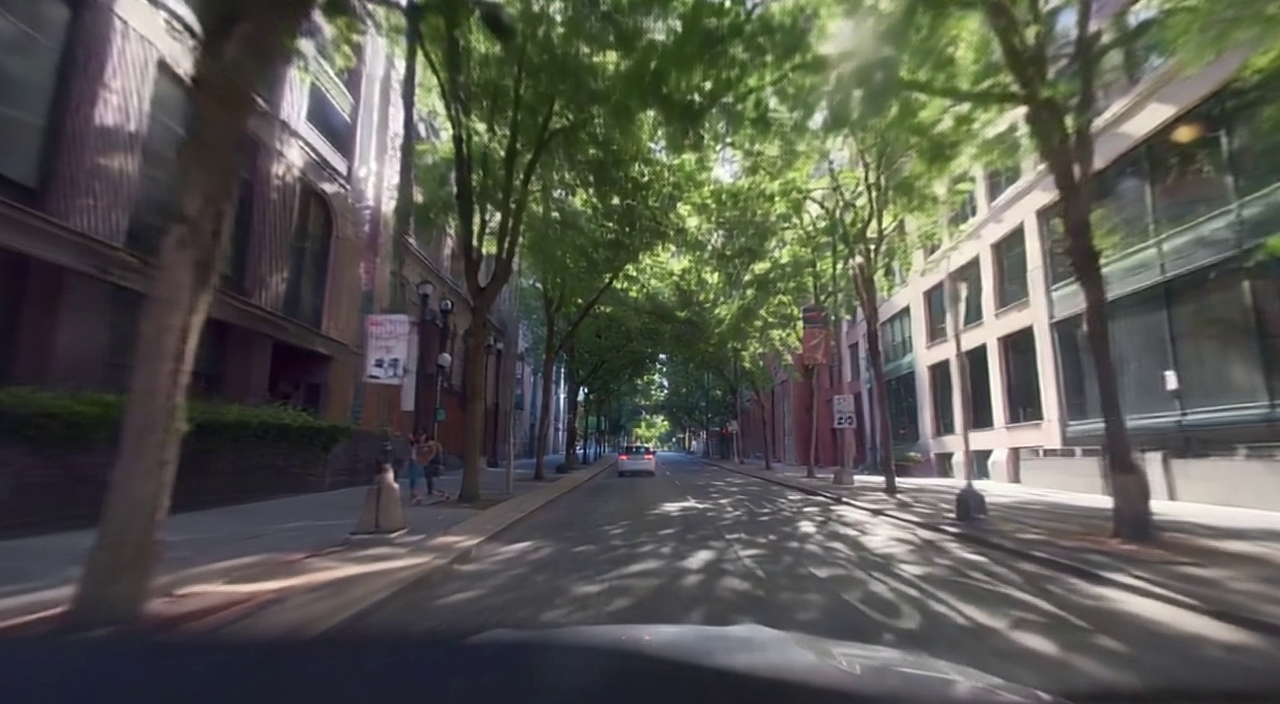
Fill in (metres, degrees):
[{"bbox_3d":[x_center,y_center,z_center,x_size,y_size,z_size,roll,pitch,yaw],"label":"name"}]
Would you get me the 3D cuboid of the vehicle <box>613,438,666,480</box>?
[{"bbox_3d":[-0.060,4.533,26.864,2.079,1.621,3.861,0,-9,-1],"label":"vehicle"}]
